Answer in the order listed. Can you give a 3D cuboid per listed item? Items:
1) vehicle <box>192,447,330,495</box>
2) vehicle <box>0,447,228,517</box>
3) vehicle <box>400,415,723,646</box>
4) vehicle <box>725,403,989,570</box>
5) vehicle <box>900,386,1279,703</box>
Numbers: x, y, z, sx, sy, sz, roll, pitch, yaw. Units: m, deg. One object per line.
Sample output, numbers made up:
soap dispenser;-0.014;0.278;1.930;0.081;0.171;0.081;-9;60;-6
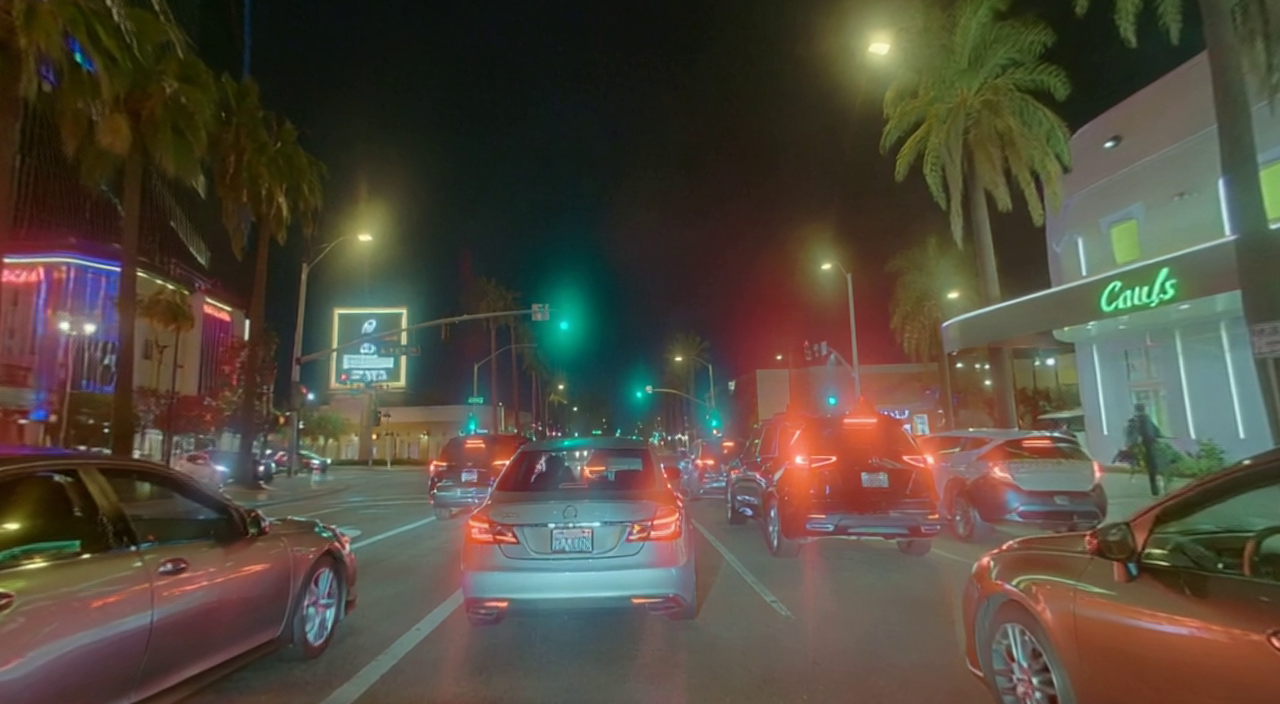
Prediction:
vehicle;-12.859;4.029;21.880;1.856;1.455;4.700;0;-9;0
vehicle;-12.855;3.142;15.920;1.870;1.475;4.531;0;-9;0
vehicle;-0.519;1.471;6.225;2.096;1.492;4.071;0;-9;0
vehicle;2.636;1.776;9.069;2.096;1.775;4.440;0;-9;-2
vehicle;2.622;0.813;1.477;2.085;1.469;4.458;0;-9;-1
